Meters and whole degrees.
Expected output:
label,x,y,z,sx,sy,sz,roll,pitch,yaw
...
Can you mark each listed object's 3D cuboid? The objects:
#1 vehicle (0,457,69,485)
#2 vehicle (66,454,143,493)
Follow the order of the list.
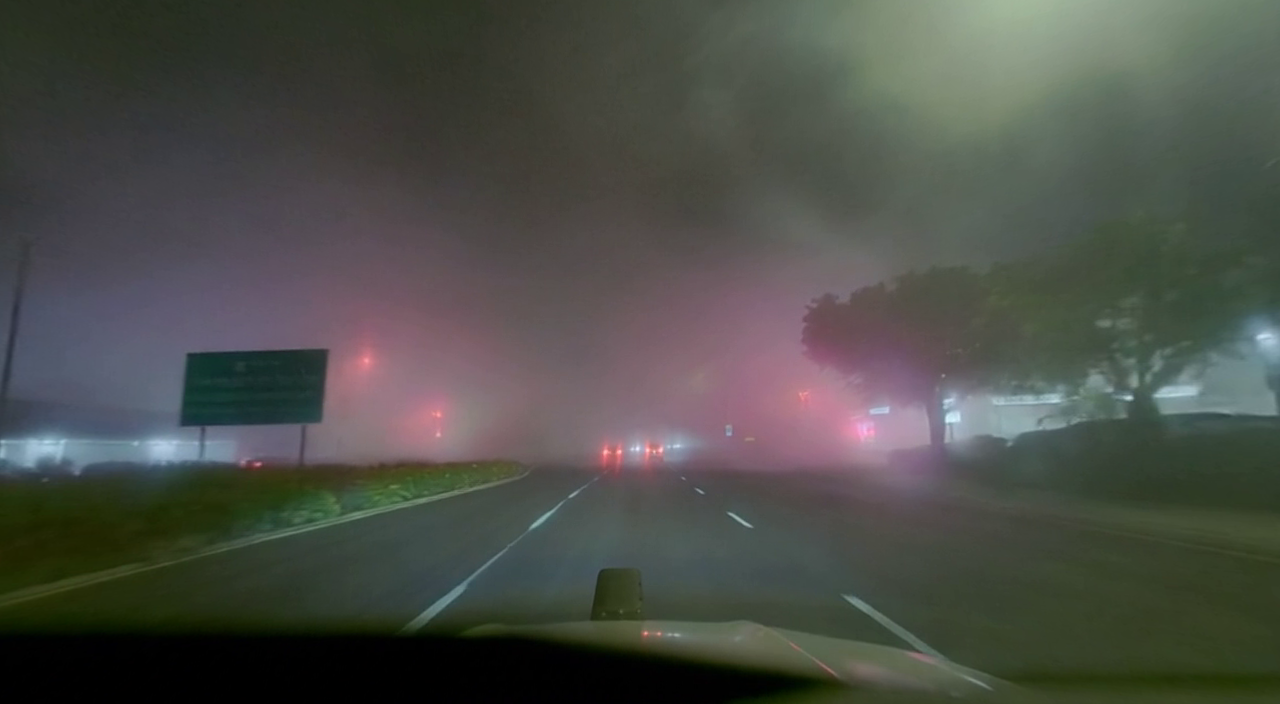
label,x,y,z,sx,sy,sz,roll,pitch,yaw
vehicle,-44.343,8.624,45.581,5.265,1.768,2.045,-5,-9,15
vehicle,-29.899,6.830,35.481,1.950,1.961,4.927,4,-12,-25
